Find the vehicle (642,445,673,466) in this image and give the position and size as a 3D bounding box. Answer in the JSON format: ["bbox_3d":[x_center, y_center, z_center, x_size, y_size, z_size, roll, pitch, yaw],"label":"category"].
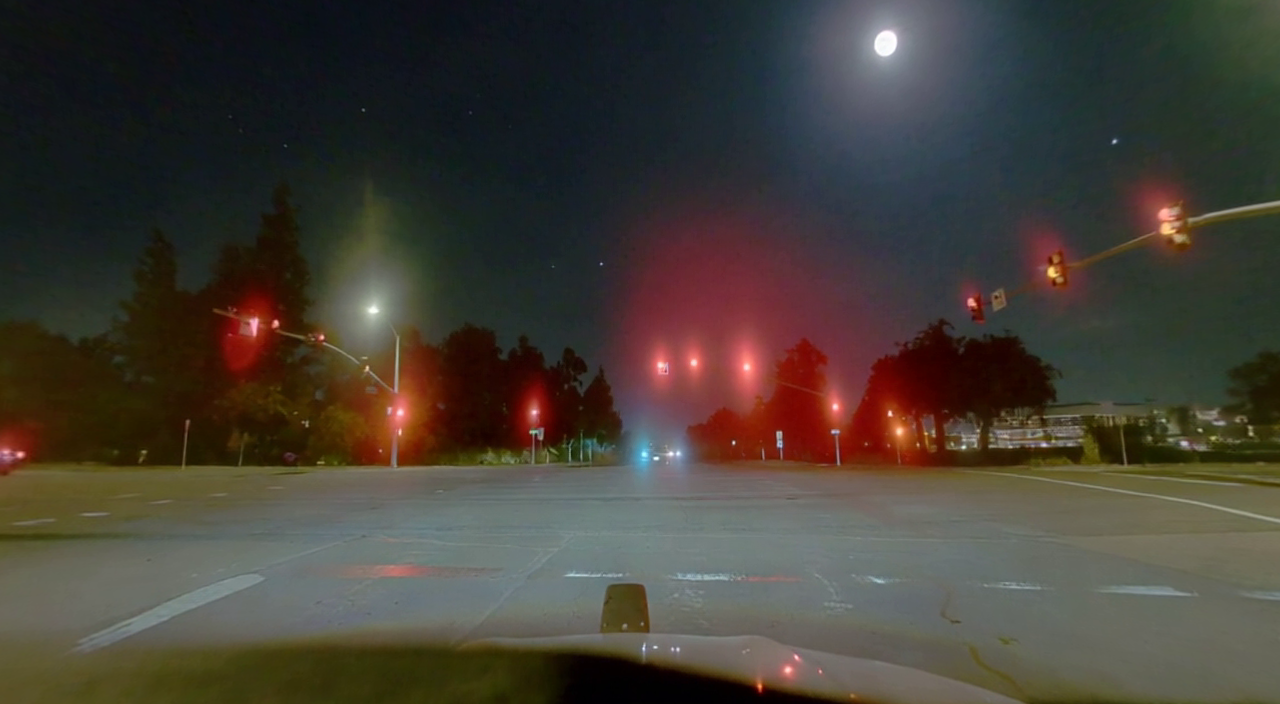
[{"bbox_3d":[1.257,7.620,46.461,2.132,1.449,4.235,0,-9,0],"label":"vehicle"}]
